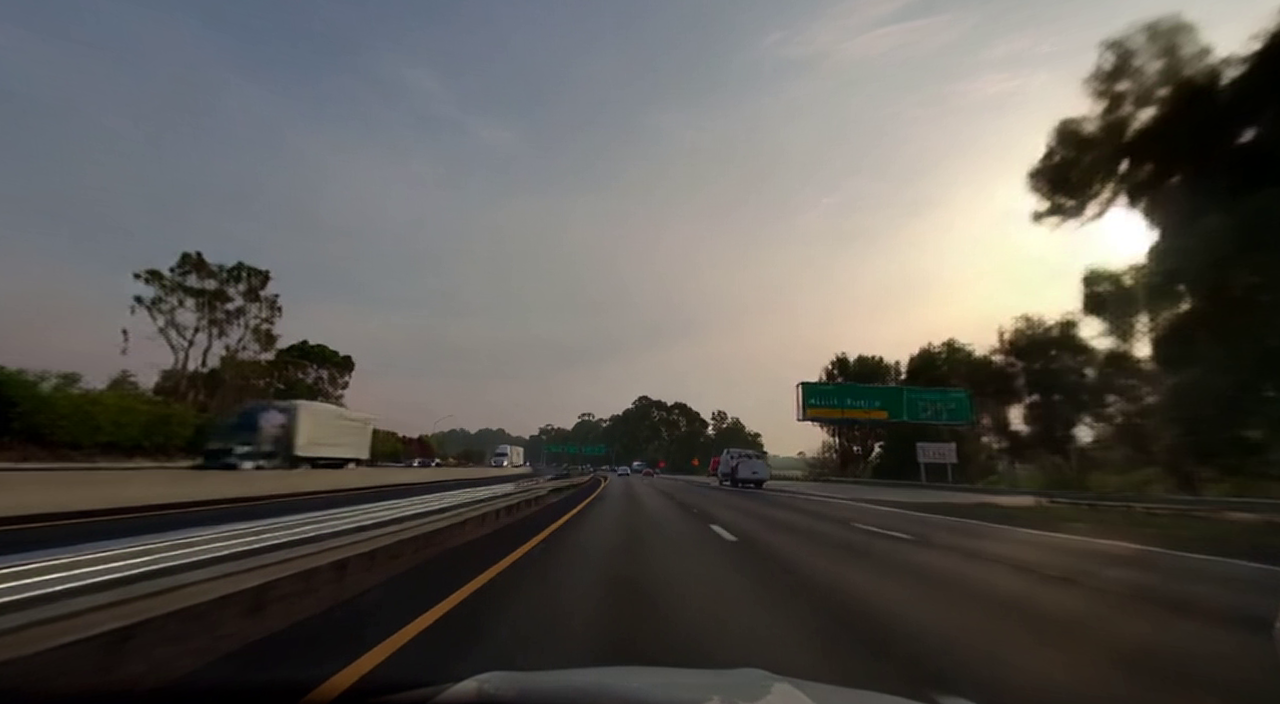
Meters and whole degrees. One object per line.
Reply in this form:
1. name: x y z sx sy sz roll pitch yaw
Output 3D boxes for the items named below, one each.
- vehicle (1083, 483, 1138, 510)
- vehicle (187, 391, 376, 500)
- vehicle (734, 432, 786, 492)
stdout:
1. vehicle: 29.295 8.979 39.230 1.701 1.471 3.592 -3 -11 21
2. vehicle: -13.881 3.911 25.479 2.965 3.646 8.166 1 -11 -2
3. vehicle: 7.771 7.231 41.279 2.282 3.633 4.740 1 -10 -2
